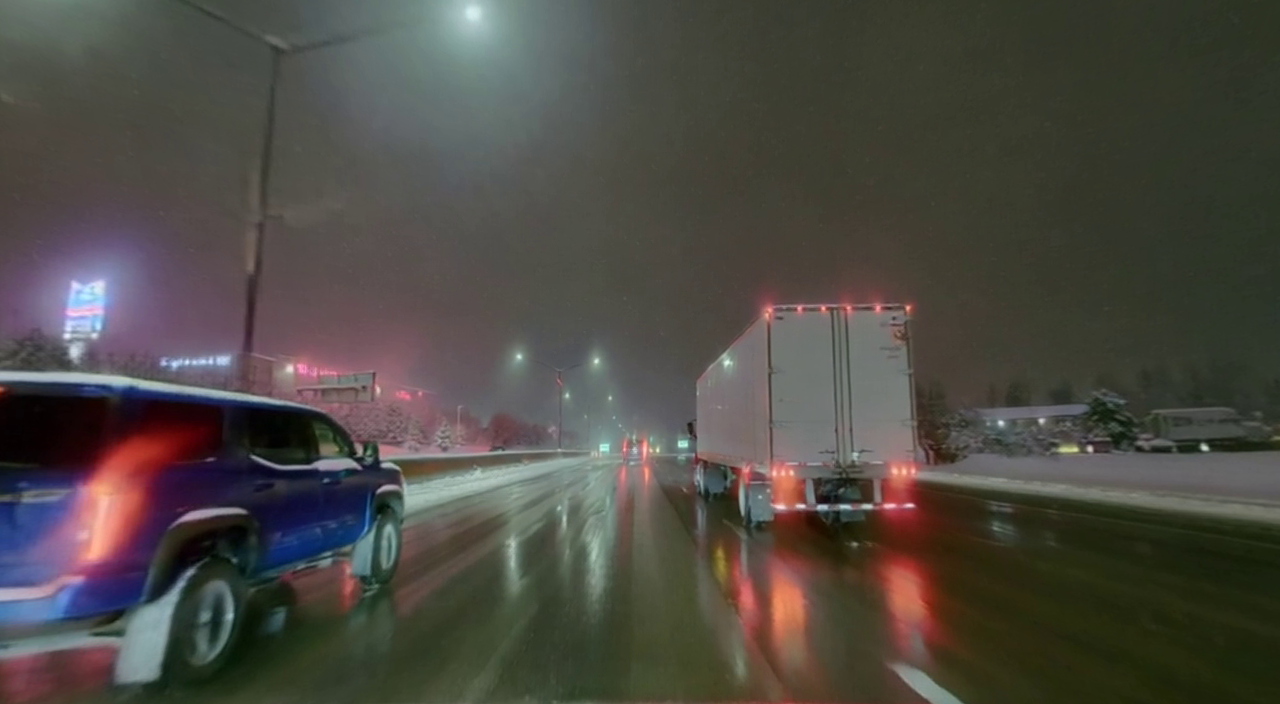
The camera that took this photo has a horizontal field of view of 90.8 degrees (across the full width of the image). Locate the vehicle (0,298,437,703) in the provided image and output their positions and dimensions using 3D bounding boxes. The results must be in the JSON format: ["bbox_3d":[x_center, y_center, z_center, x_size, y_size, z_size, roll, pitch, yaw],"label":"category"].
[{"bbox_3d":[-3.357,1.045,4.529,2.229,1.806,4.698,0,-9,0],"label":"vehicle"}]

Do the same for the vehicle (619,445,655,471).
[{"bbox_3d":[-0.172,5.987,35.914,1.929,1.395,3.999,0,-9,0],"label":"vehicle"}]

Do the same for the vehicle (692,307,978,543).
[{"bbox_3d":[3.173,1.804,14.434,2.934,3.325,10.986,0,-9,0],"label":"vehicle"}]
